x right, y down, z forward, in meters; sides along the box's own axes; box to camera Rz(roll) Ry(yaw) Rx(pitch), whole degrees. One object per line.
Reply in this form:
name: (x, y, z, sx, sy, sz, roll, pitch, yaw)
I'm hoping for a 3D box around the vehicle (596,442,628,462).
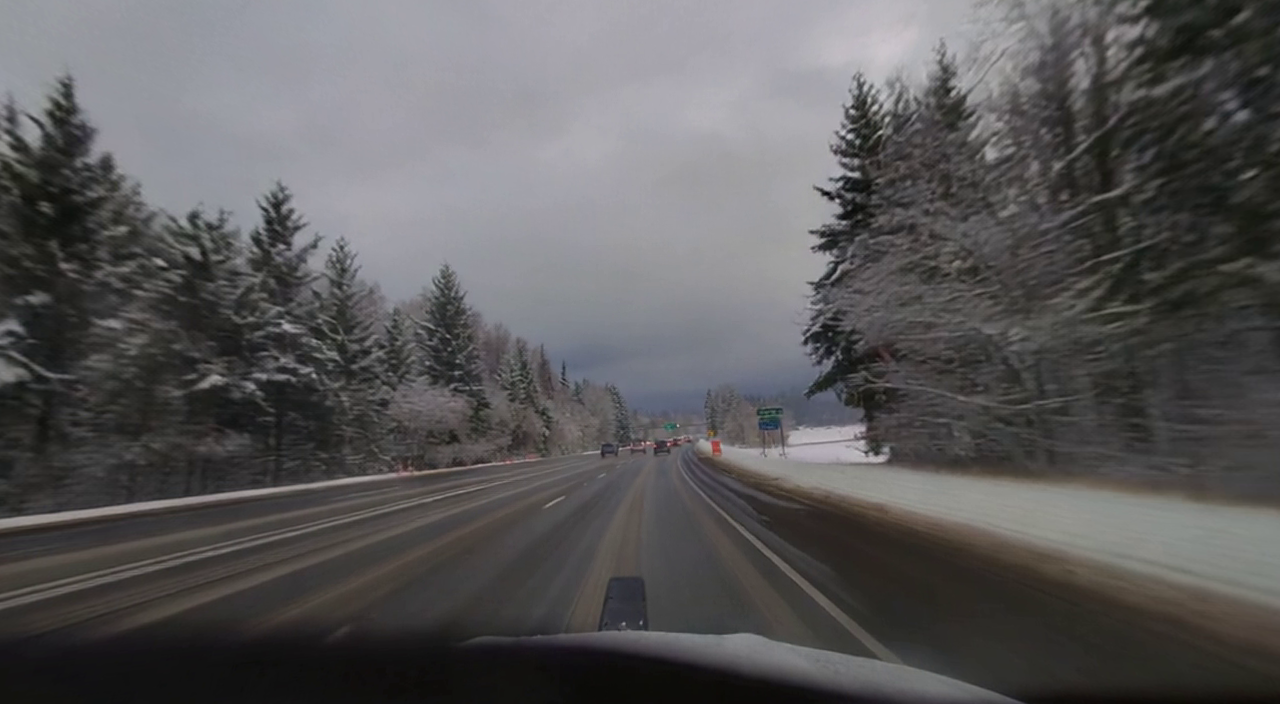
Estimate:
vehicle: (-2.100, 7.661, 48.510, 2.118, 1.475, 4.263, -1, -8, 2)
